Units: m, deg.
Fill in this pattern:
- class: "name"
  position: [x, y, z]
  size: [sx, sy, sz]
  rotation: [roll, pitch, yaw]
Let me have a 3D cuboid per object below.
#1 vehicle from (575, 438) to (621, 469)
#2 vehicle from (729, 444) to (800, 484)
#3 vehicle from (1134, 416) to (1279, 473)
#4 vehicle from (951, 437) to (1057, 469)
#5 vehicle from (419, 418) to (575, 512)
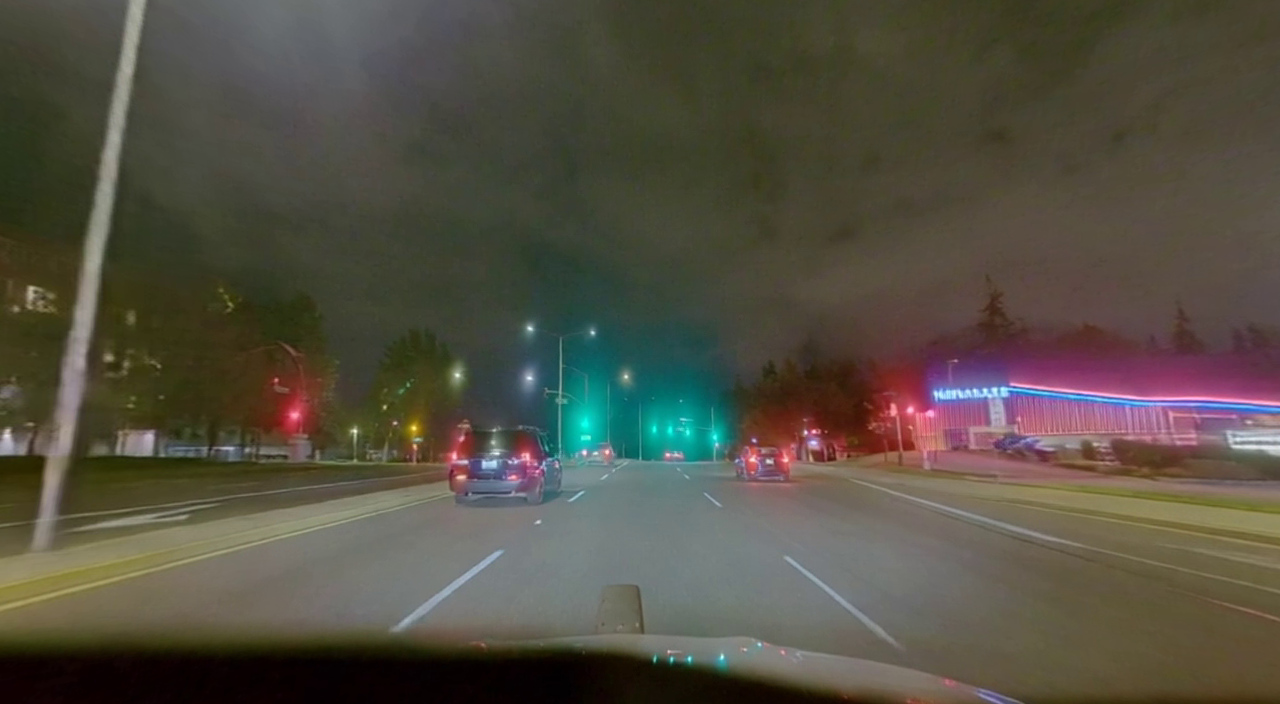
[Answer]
- class: "vehicle"
  position: [-2.606, 6.472, 40.490]
  size: [2.305, 1.833, 4.912]
  rotation: [0, -8, 3]
- class: "vehicle"
  position: [4.967, 4.506, 25.844]
  size: [1.960, 1.471, 4.378]
  rotation: [0, -8, -1]
- class: "vehicle"
  position: [27.649, 4.337, 29.632]
  size: [2.943, 2.298, 7.374]
  rotation: [0, -8, 0]
- class: "vehicle"
  position: [20.035, 5.562, 34.797]
  size: [4.972, 1.547, 2.226]
  rotation: [2, -9, -20]
- class: "vehicle"
  position: [-3.164, 2.683, 15.519]
  size: [2.450, 1.866, 5.416]
  rotation: [0, -8, 1]
